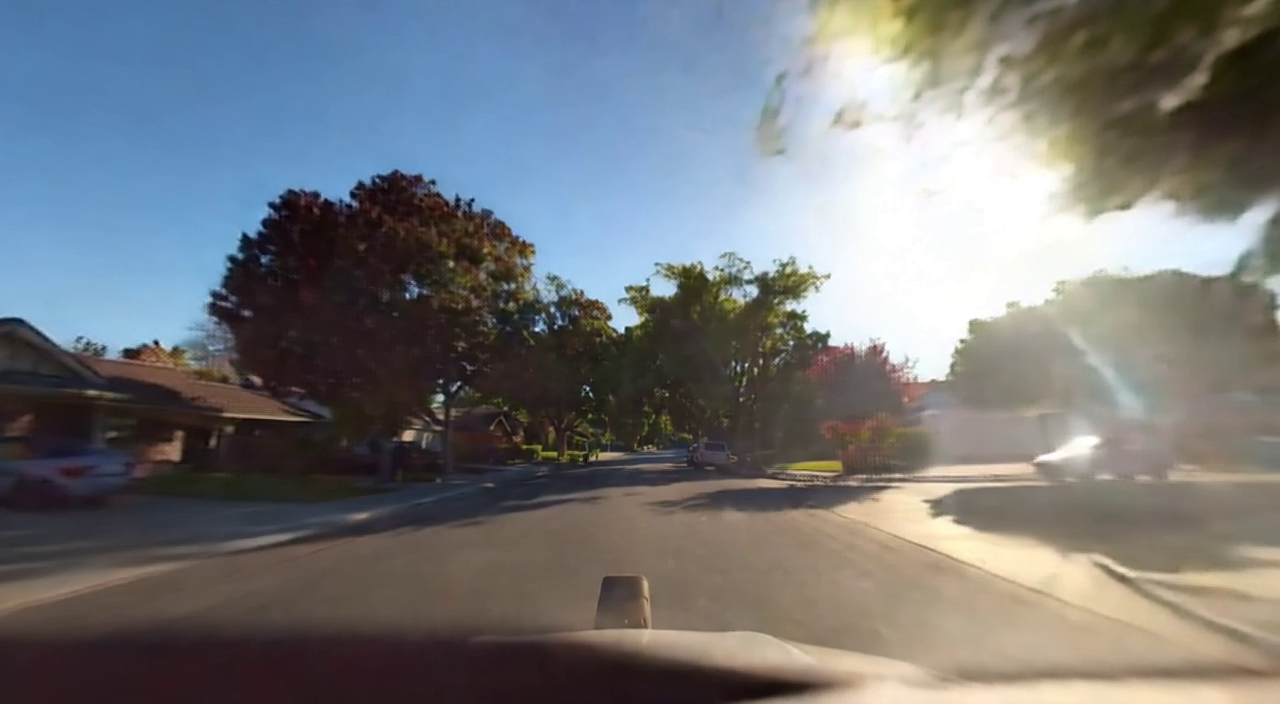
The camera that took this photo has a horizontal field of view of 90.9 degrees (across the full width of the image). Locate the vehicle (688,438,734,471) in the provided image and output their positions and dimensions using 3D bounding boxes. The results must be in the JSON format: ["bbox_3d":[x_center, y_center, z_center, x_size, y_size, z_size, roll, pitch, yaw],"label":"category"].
[{"bbox_3d":[4.072,5.968,36.886,2.046,1.760,4.570,0,-8,-1],"label":"vehicle"}]

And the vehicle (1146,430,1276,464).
[{"bbox_3d":[27.772,4.655,30.908,2.009,1.538,4.676,0,-8,0],"label":"vehicle"}]

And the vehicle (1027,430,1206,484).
[{"bbox_3d":[17.547,3.883,23.478,4.681,1.810,2.249,-2,-8,5],"label":"vehicle"}]

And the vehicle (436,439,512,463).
[{"bbox_3d":[-12.178,7.250,46.319,4.906,1.564,1.988,0,-8,7],"label":"vehicle"}]

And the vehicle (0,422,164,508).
[{"bbox_3d":[-13.277,2.380,13.460,4.543,1.691,1.957,0,-8,-1],"label":"vehicle"}]
